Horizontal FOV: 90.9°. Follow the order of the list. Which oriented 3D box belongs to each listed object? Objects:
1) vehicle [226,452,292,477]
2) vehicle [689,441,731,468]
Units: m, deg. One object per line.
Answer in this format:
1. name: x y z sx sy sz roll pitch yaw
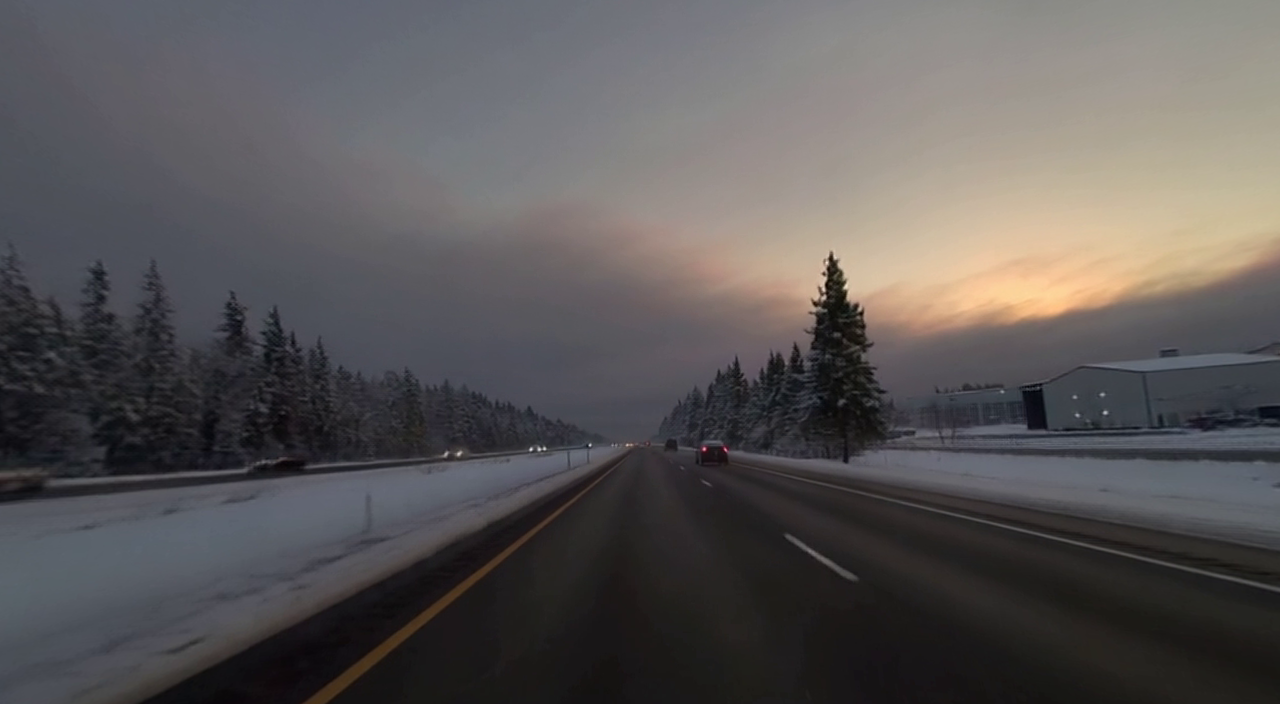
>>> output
1. vehicle: -27.602 8.112 45.849 1.906 1.658 4.584 0 -8 1
2. vehicle: 4.216 6.232 38.498 2.062 1.518 4.026 0 -8 -1
